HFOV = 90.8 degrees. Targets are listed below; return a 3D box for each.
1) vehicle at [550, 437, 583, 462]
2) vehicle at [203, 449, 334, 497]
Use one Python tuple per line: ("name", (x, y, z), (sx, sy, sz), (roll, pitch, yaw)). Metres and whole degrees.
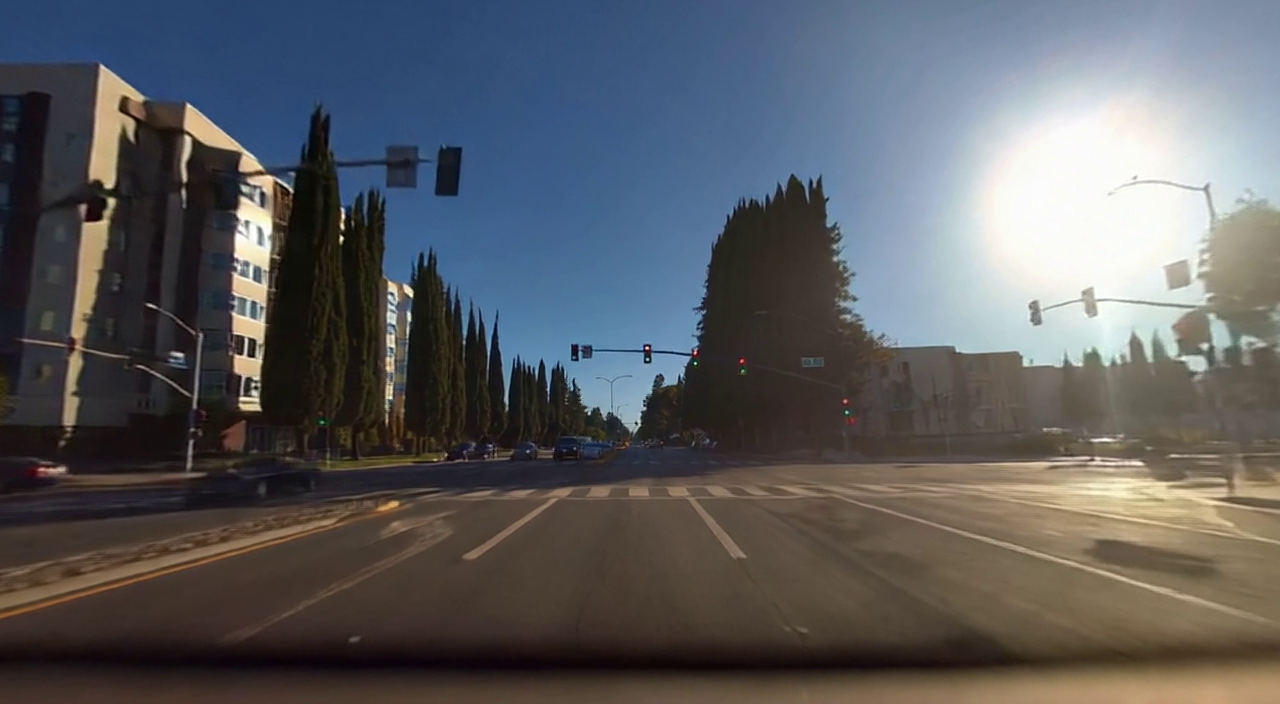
("vehicle", (-5.596, 7.449, 48.406), (2.098, 1.789, 4.338), (0, -8, -1))
("vehicle", (-12.040, 3.921, 20.840), (1.890, 1.358, 3.988), (-1, -8, 0))
